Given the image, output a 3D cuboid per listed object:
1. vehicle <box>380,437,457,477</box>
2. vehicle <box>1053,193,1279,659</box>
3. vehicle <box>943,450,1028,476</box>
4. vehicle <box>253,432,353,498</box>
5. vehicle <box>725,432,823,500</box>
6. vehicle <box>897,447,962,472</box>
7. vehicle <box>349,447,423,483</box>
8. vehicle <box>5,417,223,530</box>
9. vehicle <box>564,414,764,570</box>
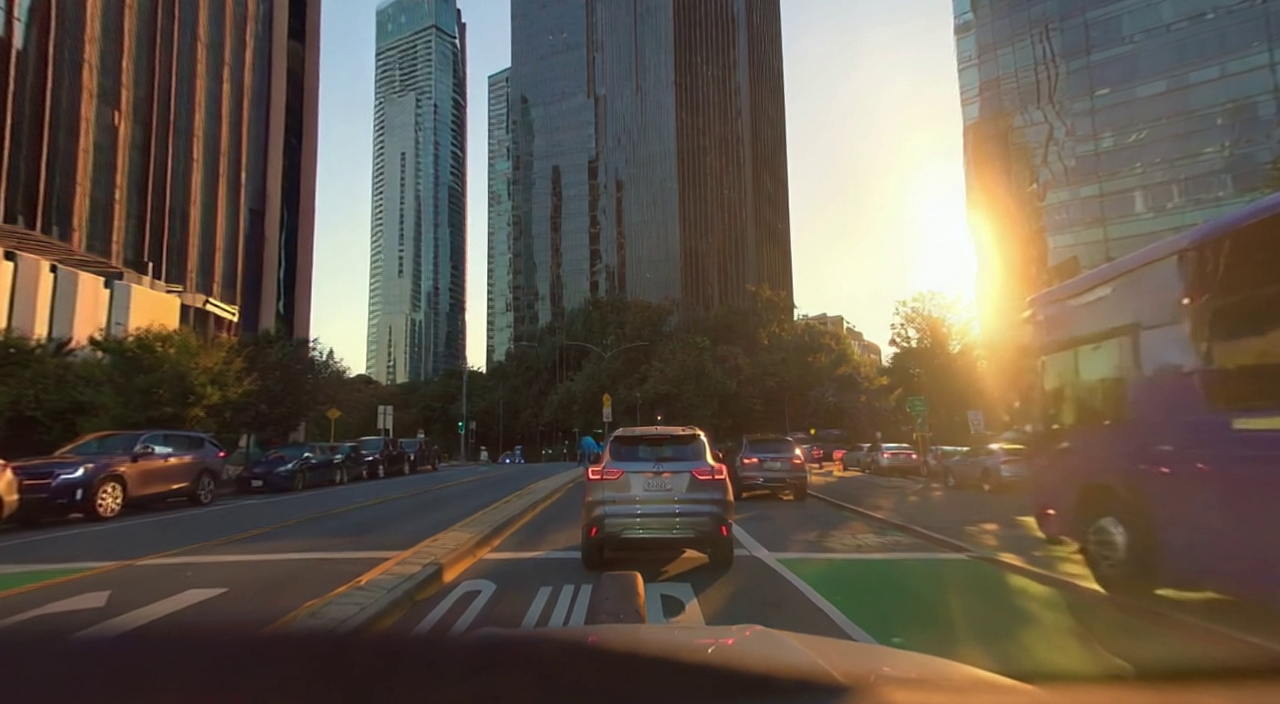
[{"bbox_3d":[-11.646,5.552,33.714,2.338,1.963,5.740,0,-8,-3],"label":"vehicle"},{"bbox_3d":[5.792,0.280,2.733,3.113,3.116,7.650,-1,-8,3],"label":"vehicle"},{"bbox_3d":[24.157,7.723,44.217,4.956,1.706,1.822,-6,-10,34],"label":"vehicle"},{"bbox_3d":[-10.954,3.658,20.810,1.559,1.973,3.419,1,-8,-4],"label":"vehicle"},{"bbox_3d":[3.878,3.392,19.217,2.143,1.793,4.763,0,-8,3],"label":"vehicle"},{"bbox_3d":[22.498,8.344,49.182,4.211,1.820,2.094,-6,-10,33],"label":"vehicle"},{"bbox_3d":[-11.221,4.986,28.193,1.791,1.463,4.210,0,-8,-4],"label":"vehicle"},{"bbox_3d":[-10.325,2.370,12.798,1.543,1.946,3.454,1,-8,-5],"label":"vehicle"},{"bbox_3d":[0.327,1.844,9.085,2.192,1.695,4.142,0,-8,2],"label":"vehicle"}]
